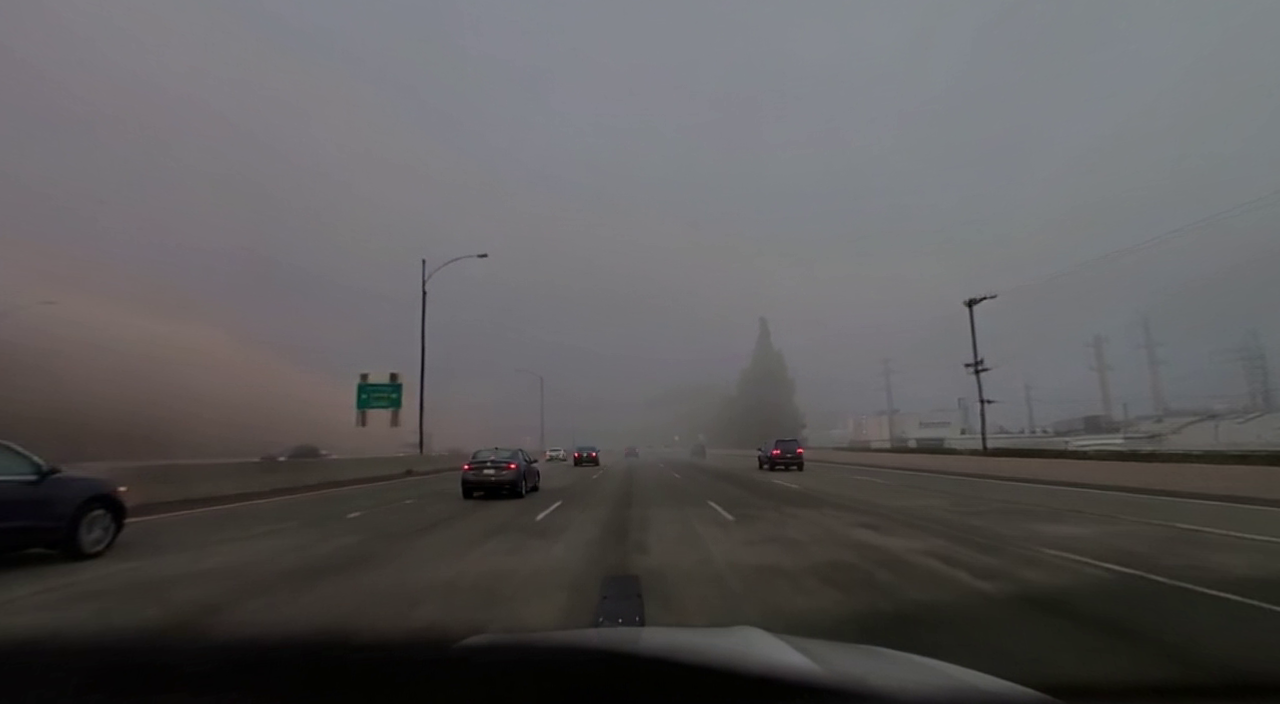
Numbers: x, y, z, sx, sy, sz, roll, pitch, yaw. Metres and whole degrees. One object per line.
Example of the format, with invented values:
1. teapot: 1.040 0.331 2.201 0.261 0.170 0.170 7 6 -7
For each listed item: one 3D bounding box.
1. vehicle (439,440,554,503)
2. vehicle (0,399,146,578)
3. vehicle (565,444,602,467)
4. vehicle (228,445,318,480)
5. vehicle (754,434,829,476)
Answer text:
1. vehicle: -3.693 3.174 17.212 2.047 1.469 4.614 0 -9 0
2. vehicle: -7.595 1.266 5.647 2.310 1.787 4.955 0 -9 0
3. vehicle: -3.770 6.991 42.817 2.078 1.464 4.093 0 -9 0
4. vehicle: -20.580 6.196 35.766 2.036 1.785 5.061 0 -9 0
5. vehicle: 6.822 4.713 29.081 2.147 1.769 4.666 0 -9 -2
